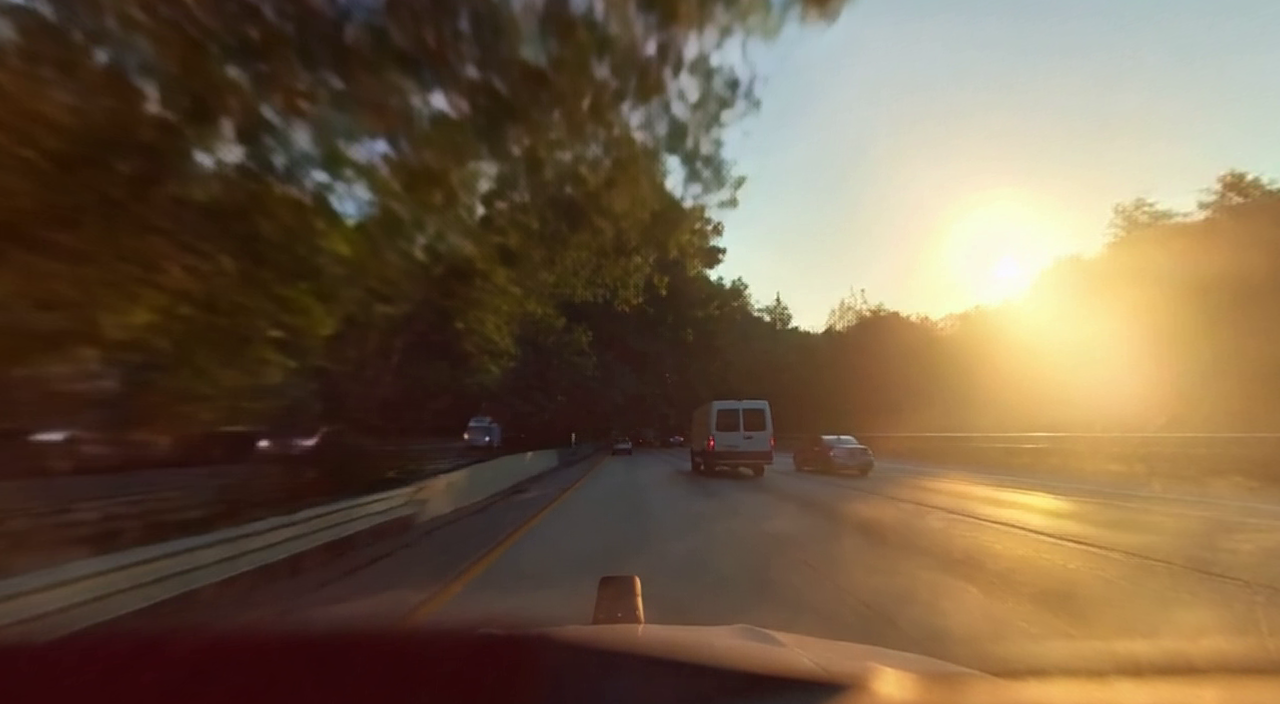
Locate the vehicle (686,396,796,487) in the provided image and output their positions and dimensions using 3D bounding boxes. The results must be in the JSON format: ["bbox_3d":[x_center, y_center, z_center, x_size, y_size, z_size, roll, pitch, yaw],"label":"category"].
[{"bbox_3d":[2.997,2.854,20.285,2.436,2.521,5.409,0,-8,-2],"label":"vehicle"}]

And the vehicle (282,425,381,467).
[{"bbox_3d":[-11.429,3.498,23.641,1.792,1.443,3.754,0,-8,0],"label":"vehicle"}]

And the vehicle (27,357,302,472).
[{"bbox_3d":[-17.139,2.542,24.141,2.966,3.511,9.629,0,-8,0],"label":"vehicle"}]

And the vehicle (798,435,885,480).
[{"bbox_3d":[7.290,3.817,23.205,1.821,1.468,3.805,0,-8,-2],"label":"vehicle"}]
